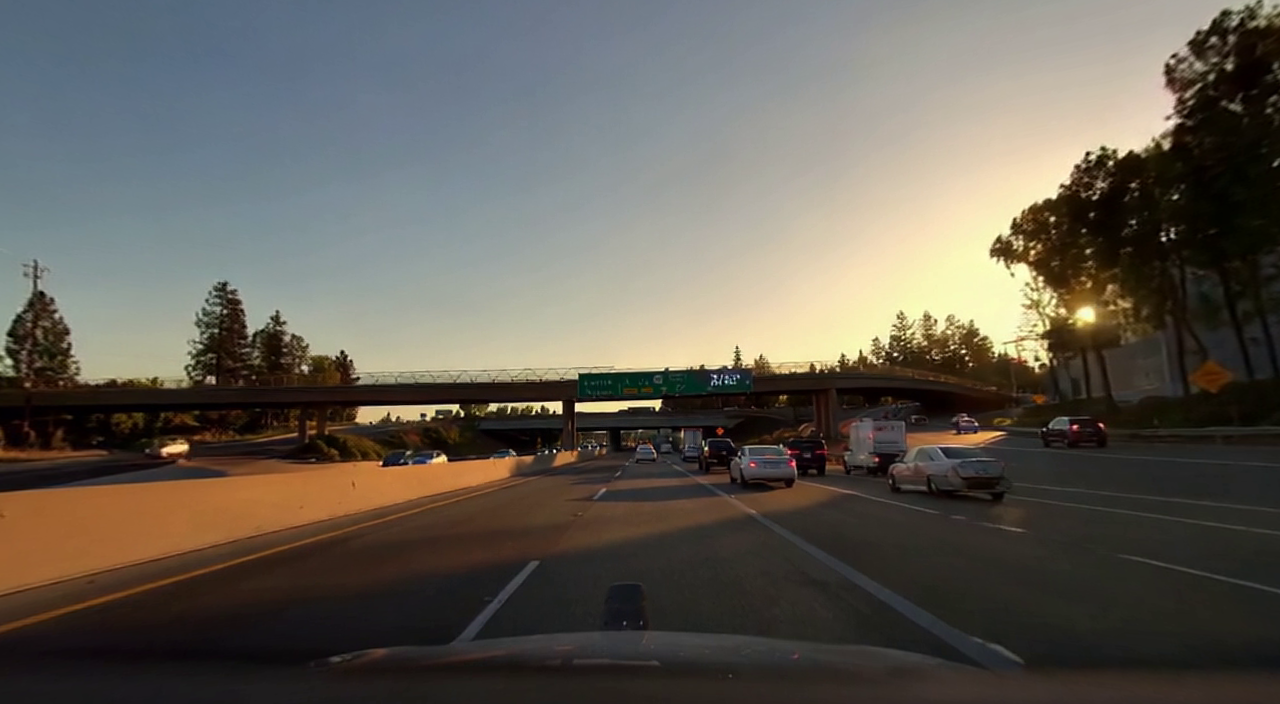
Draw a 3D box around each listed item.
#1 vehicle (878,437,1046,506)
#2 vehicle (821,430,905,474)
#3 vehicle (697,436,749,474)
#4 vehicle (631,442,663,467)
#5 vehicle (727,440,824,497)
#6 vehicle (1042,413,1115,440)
[{"bbox_3d":[7.846,2.932,15.946,1.919,1.476,4.303,0,-9,-1],"label":"vehicle"},{"bbox_3d":[11.198,5.079,32.252,2.193,2.025,5.606,0,-9,0],"label":"vehicle"},{"bbox_3d":[4.314,5.468,33.636,2.086,1.858,4.737,0,-9,-1],"label":"vehicle"},{"bbox_3d":[0.438,7.172,44.096,2.124,1.639,4.122,0,-9,0],"label":"vehicle"},{"bbox_3d":[3.884,3.424,18.911,1.902,1.481,4.451,0,-9,-1],"label":"vehicle"},{"bbox_3d":[31.971,5.510,46.218,2.131,1.840,4.870,-1,-9,5],"label":"vehicle"}]
